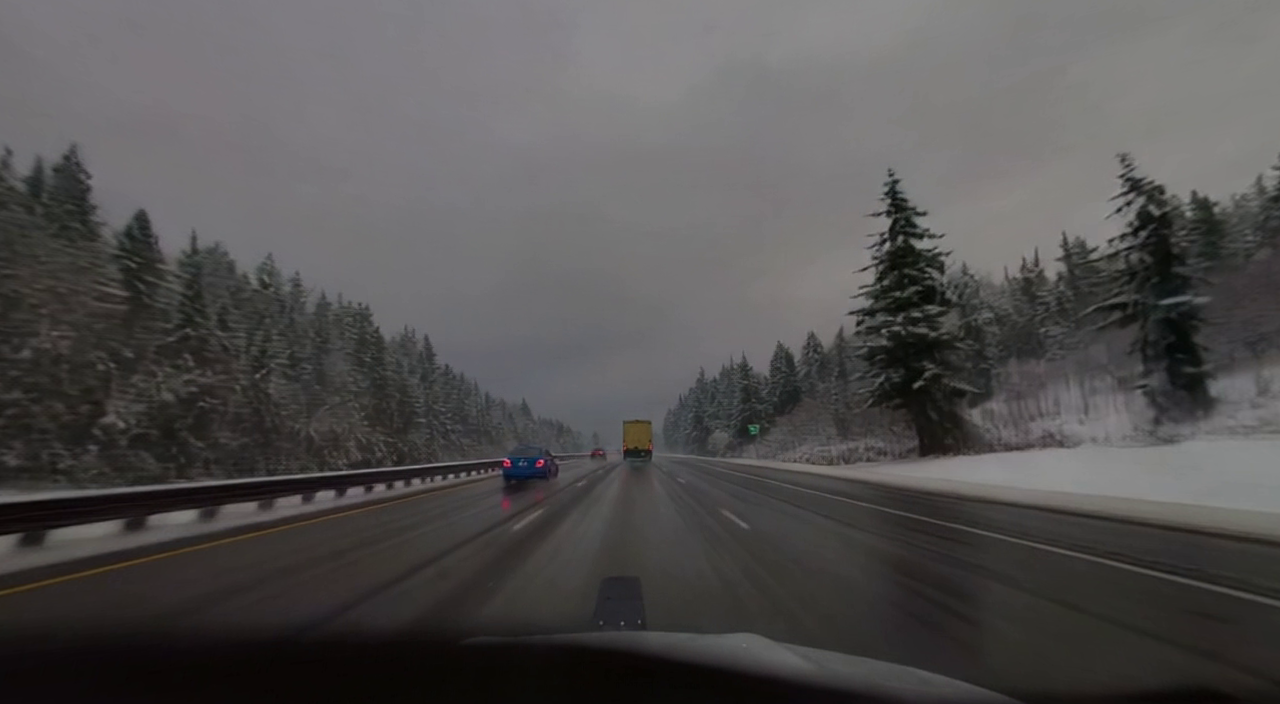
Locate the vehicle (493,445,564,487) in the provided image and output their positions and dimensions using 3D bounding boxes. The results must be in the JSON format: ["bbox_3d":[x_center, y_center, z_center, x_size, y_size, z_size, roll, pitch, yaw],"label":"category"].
[{"bbox_3d":[-4.268,4.433,24.869,1.916,1.506,4.476,0,-9,1],"label":"vehicle"}]
